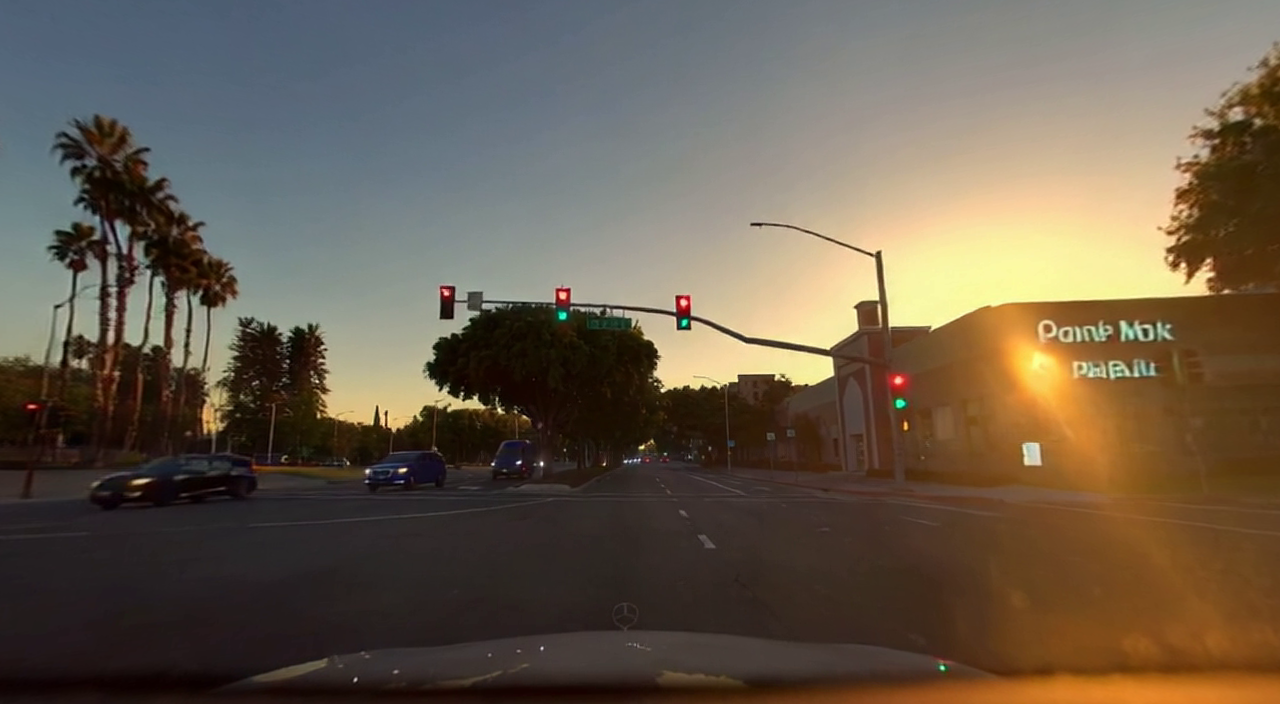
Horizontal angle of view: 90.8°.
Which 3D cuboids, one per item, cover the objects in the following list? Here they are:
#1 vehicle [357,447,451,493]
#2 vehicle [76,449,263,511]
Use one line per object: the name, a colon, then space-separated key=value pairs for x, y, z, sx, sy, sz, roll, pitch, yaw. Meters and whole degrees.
vehicle: x=-9.434 y=4.728 z=25.703 sx=2.074 sy=1.681 sz=4.417 roll=0 pitch=-9 yaw=1
vehicle: x=-13.972 y=3.787 z=19.230 sx=1.995 sy=1.632 sz=4.609 roll=-1 pitch=-9 yaw=3
